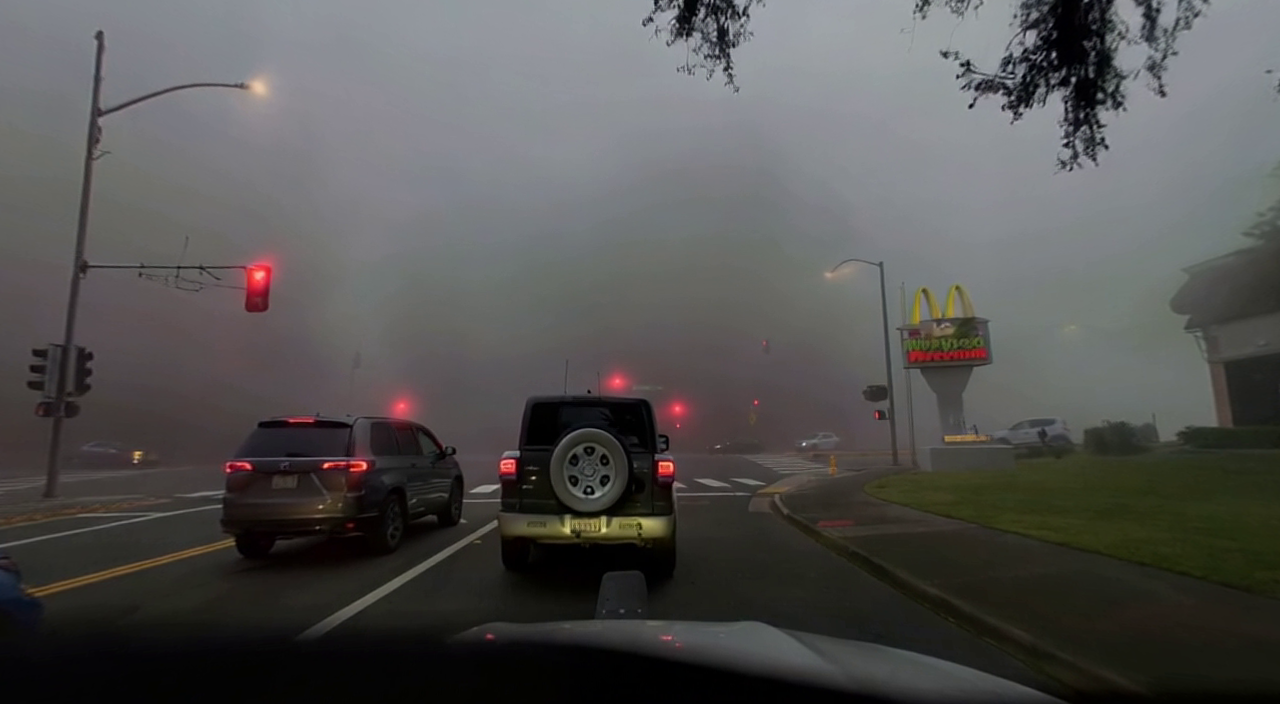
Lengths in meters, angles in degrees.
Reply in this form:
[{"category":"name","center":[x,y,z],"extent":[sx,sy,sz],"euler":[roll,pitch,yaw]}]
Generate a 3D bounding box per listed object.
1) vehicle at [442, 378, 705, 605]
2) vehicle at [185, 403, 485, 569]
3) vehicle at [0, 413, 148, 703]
[{"category":"vehicle","center":[-0.617,1.527,7.787],"extent":[2.224,1.923,4.643],"euler":[0,-8,-2]},{"category":"vehicle","center":[-3.914,1.806,9.259],"extent":[2.130,1.819,4.497],"euler":[0,-9,0]},{"category":"vehicle","center":[-3.891,0.807,1.424],"extent":[1.941,1.479,4.541],"euler":[0,-8,-1]}]
